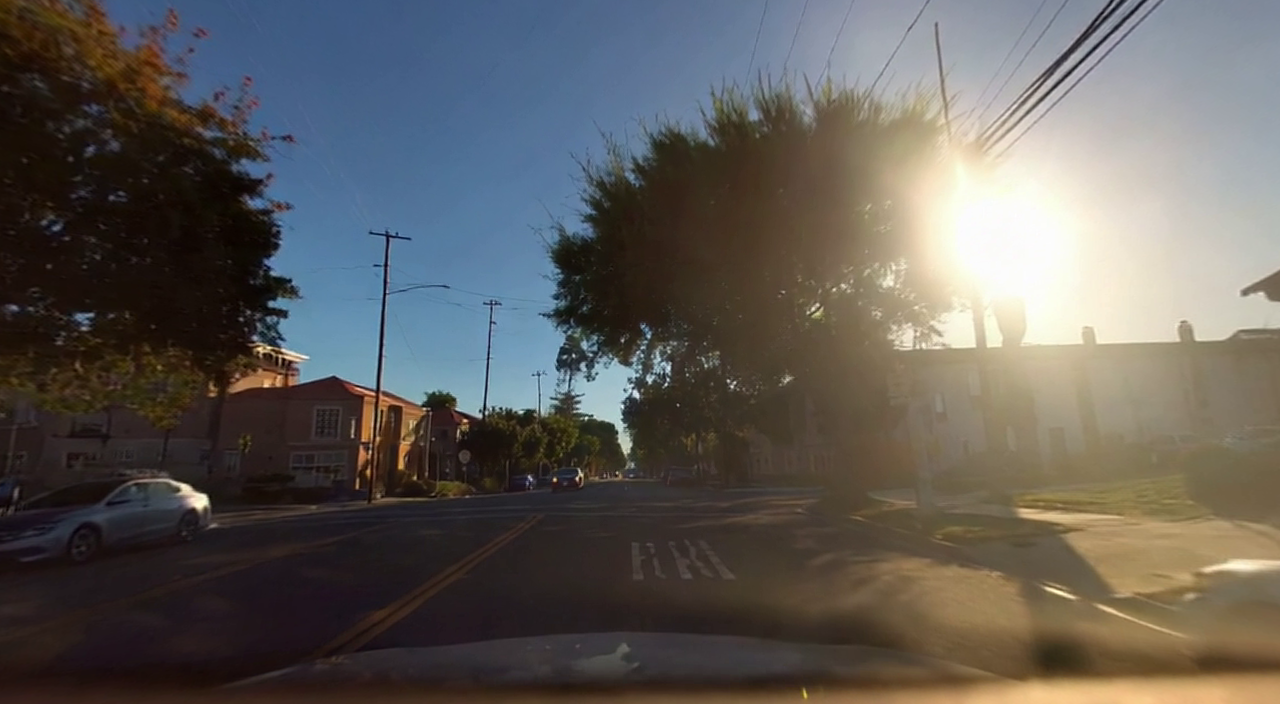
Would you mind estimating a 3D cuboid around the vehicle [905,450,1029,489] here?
[{"bbox_3d":[14.904,5.360,28.978,4.609,1.660,1.900,0,-9,-3],"label":"vehicle"}]

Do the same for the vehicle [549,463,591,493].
[{"bbox_3d":[-4.239,7.717,38.933,2.108,1.651,4.176,0,-9,0],"label":"vehicle"}]

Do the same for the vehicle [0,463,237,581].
[{"bbox_3d":[-9.446,2.745,10.980,2.000,1.495,4.687,0,-9,-3],"label":"vehicle"}]

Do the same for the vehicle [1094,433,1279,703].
[{"bbox_3d":[3.824,0.903,1.537,1.946,1.468,4.721,0,-9,0],"label":"vehicle"}]
